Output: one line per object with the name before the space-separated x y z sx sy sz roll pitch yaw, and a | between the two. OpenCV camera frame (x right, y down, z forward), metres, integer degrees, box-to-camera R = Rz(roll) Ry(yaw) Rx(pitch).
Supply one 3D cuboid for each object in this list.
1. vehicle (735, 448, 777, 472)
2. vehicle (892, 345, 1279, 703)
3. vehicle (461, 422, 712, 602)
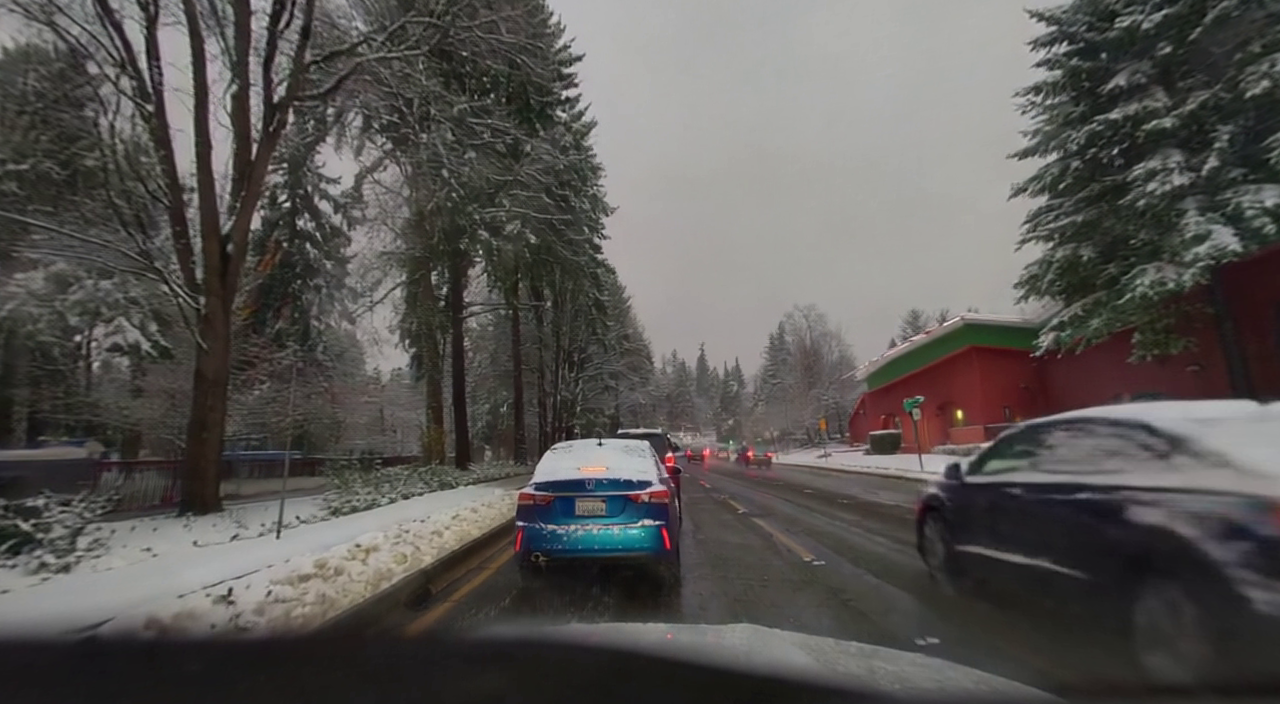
vehicle | 7.216 6.741 39.400 1.909 1.380 3.905 0 -9 0
vehicle | 3.480 1.061 4.109 1.946 1.648 4.230 0 -9 1
vehicle | -0.471 1.659 7.381 2.111 1.506 4.018 0 -9 -1
